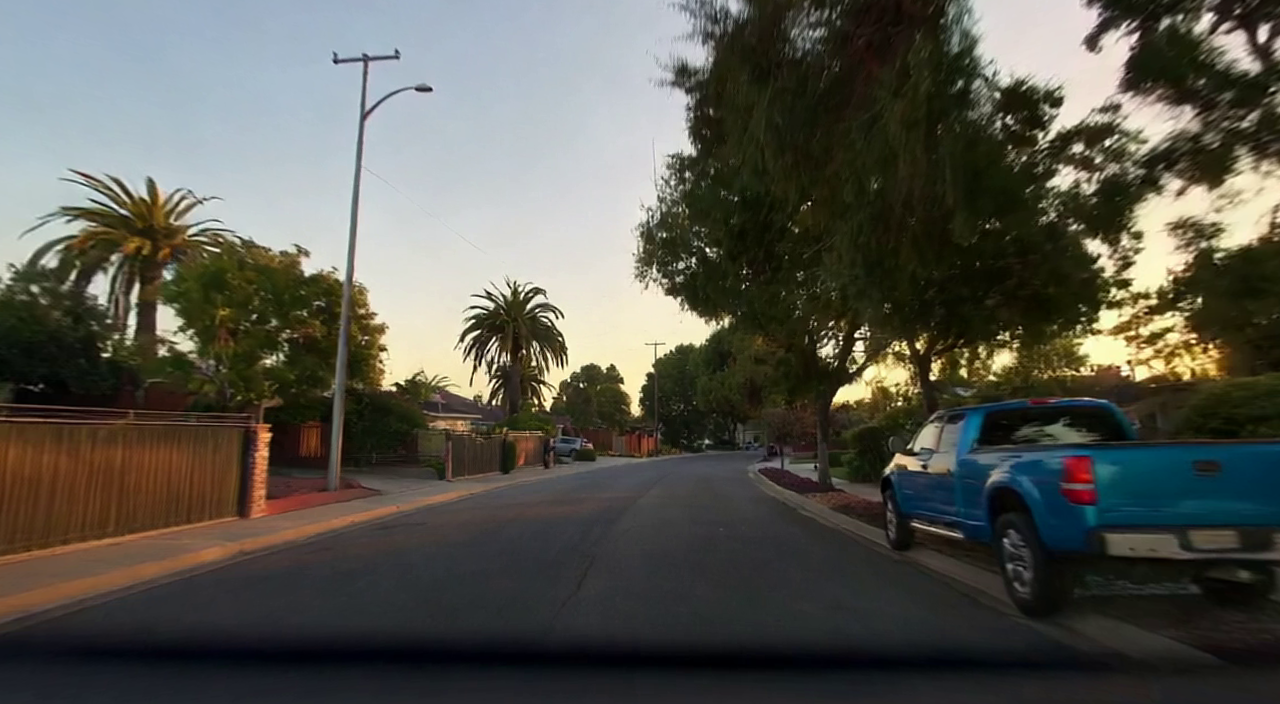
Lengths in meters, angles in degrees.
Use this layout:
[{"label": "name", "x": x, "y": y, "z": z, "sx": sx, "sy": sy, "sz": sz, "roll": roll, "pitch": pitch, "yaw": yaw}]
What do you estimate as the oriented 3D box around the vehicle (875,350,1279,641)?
[{"label": "vehicle", "x": 4.750, "y": 1.394, "z": 7.210, "sx": 2.467, "sy": 2.034, "sz": 5.470, "roll": -1, "pitch": -8, "yaw": 5}]
